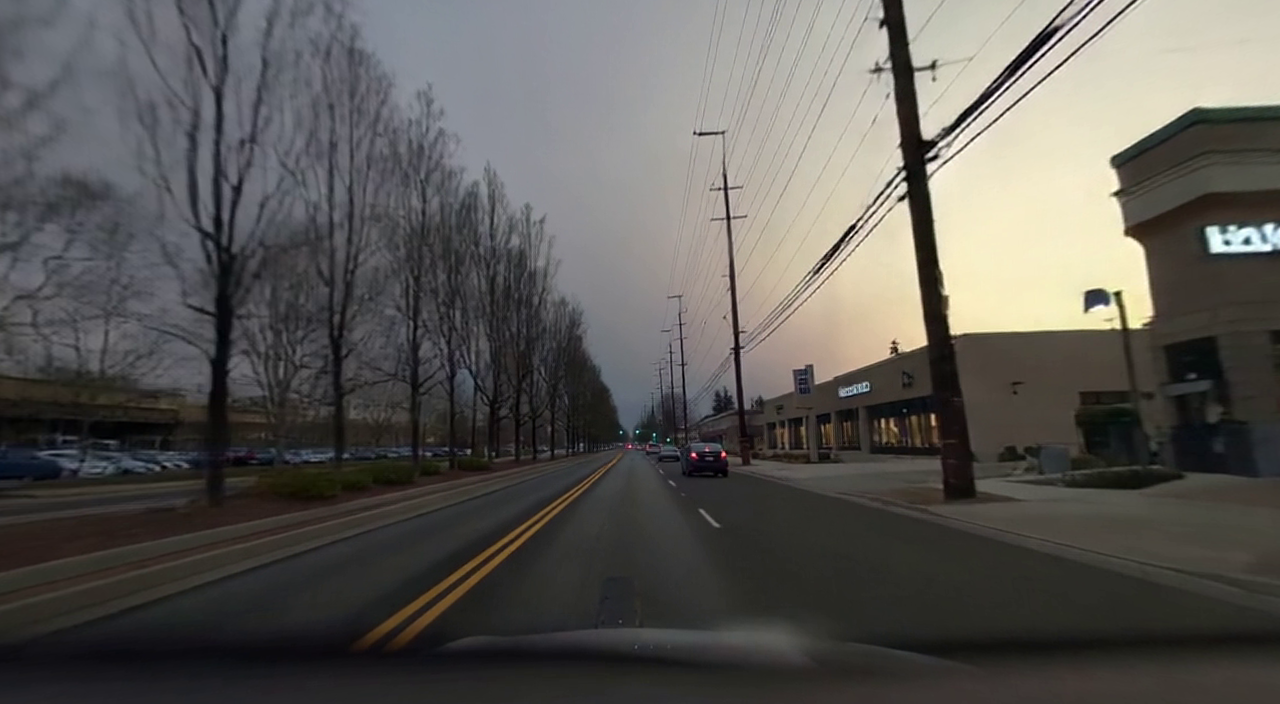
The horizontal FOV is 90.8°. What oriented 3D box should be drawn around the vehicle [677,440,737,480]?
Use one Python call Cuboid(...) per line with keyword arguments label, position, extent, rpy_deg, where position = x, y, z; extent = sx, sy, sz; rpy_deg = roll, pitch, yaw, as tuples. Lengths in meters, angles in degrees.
Cuboid(label="vehicle", position=(2.638, 4.348, 25.653), extent=(1.975, 1.497, 3.647), rpy_deg=(0, -9, -1))
